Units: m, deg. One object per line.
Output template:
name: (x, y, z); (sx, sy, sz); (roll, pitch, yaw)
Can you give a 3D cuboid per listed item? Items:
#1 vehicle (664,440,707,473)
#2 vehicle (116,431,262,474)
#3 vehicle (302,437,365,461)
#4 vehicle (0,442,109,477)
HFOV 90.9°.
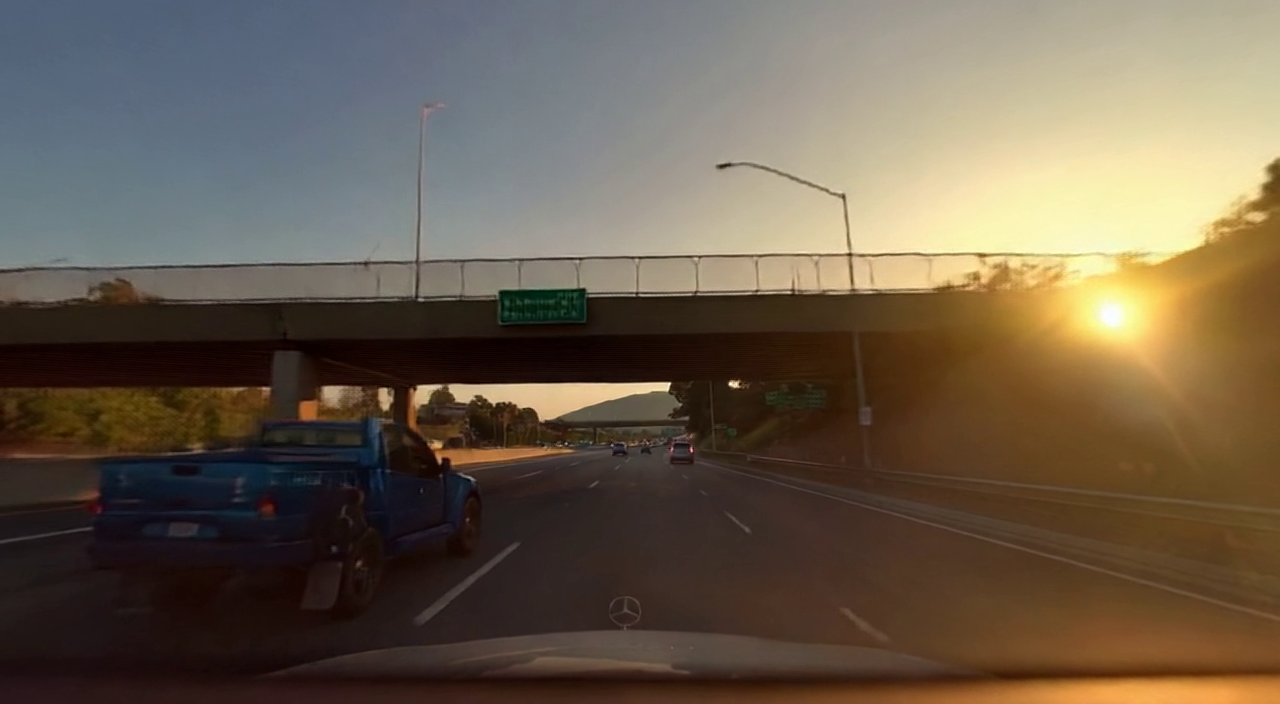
vehicle: (2.344, 5.588, 33.993); (2.010, 1.637, 4.940); (0, -8, 1)
vehicle: (-19.869, 4.468, 28.253); (2.203, 1.733, 5.705); (0, -8, 1)
vehicle: (-23.247, 7.380, 48.099); (2.123, 1.721, 5.137); (0, -8, 1)
vehicle: (-27.148, 4.843, 28.729); (1.837, 1.452, 4.655); (0, -8, 1)
